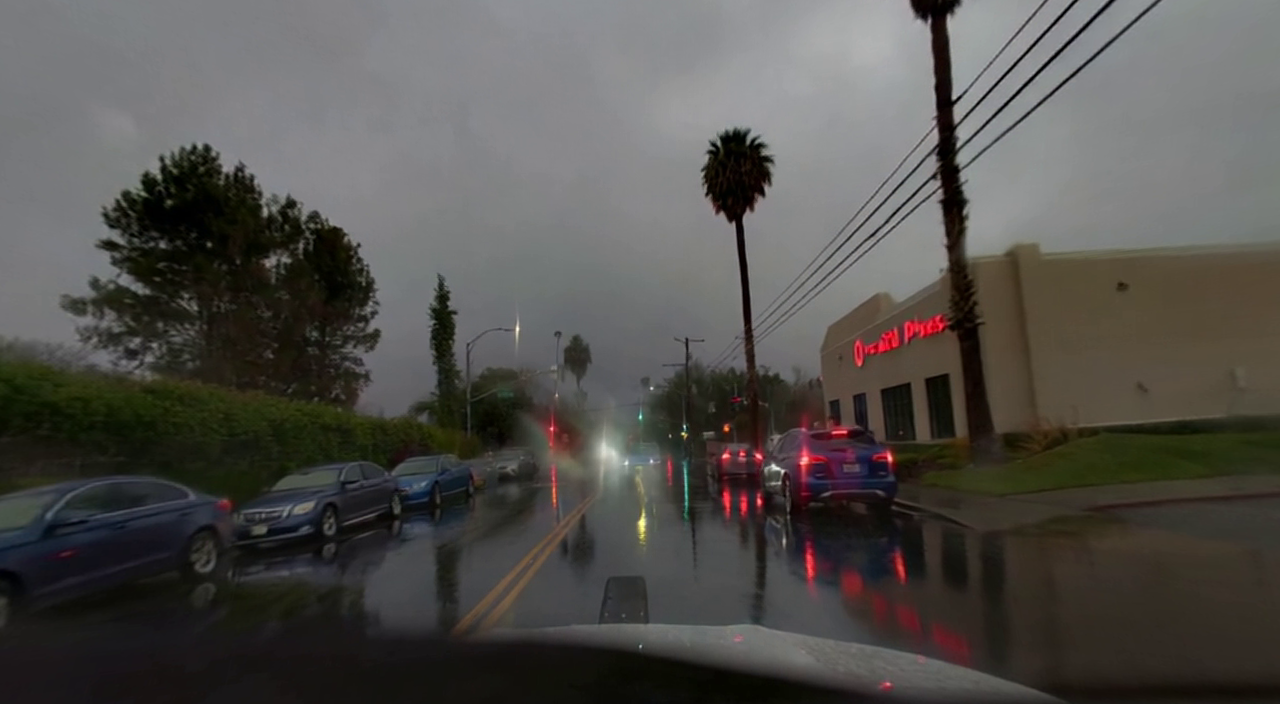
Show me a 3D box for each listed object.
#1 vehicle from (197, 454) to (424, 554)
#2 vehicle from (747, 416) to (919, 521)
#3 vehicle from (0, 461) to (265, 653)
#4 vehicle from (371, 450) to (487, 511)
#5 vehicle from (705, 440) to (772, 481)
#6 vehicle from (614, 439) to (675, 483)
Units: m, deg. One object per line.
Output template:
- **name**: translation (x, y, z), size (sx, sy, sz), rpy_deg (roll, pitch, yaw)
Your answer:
- **vehicle**: translation (-6.089, 2.821, 12.473), size (1.874, 1.472, 4.668), rpy_deg (0, -8, 1)
- **vehicle**: translation (3.753, 2.378, 13.474), size (2.099, 1.786, 5.198), rpy_deg (0, -8, 1)
- **vehicle**: translation (-6.209, 1.956, 6.552), size (1.810, 1.489, 4.336), rpy_deg (-1, -8, 3)
- **vehicle**: translation (-6.048, 3.699, 18.674), size (1.850, 1.482, 4.454), rpy_deg (0, -8, 1)
- **vehicle**: translation (3.711, 4.148, 24.504), size (1.821, 1.417, 4.454), rpy_deg (0, -8, 0)
- **vehicle**: translation (0.129, 3.995, 23.440), size (2.060, 1.452, 4.078), rpy_deg (0, -8, 0)
